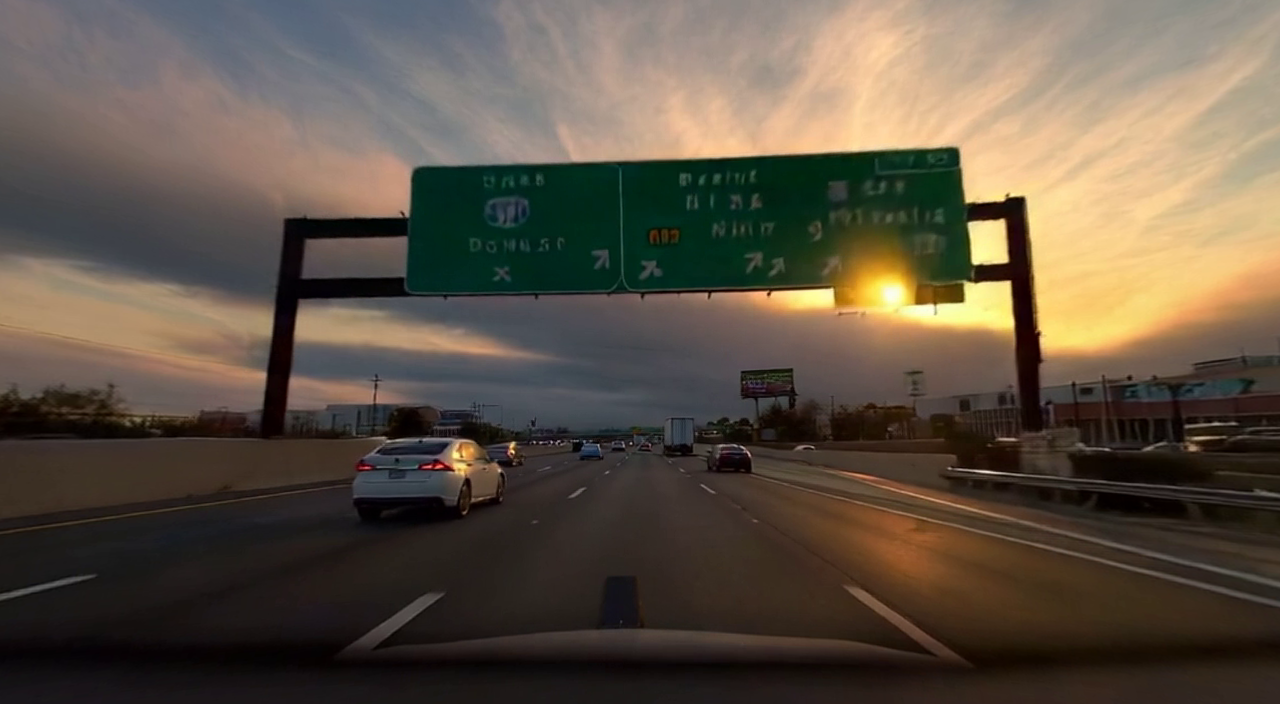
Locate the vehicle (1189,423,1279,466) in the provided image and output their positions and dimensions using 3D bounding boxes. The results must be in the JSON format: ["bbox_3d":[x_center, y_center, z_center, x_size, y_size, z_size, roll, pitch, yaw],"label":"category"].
[{"bbox_3d":[36.265,5.441,36.917,5.729,2.378,2.285,0,-9,2],"label":"vehicle"}]

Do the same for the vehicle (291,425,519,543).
[{"bbox_3d":[-3.478,2.049,10.381,2.008,1.504,4.264,0,-9,1],"label":"vehicle"}]

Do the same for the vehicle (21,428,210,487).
[{"bbox_3d":[-16.197,3.293,19.850,2.010,1.624,4.481,1,-9,0],"label":"vehicle"}]

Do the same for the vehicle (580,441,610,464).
[{"bbox_3d":[-3.333,7.608,47.732,2.001,1.577,4.055,1,-9,0],"label":"vehicle"}]

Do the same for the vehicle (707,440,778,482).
[{"bbox_3d":[4.117,4.461,26.069,2.135,1.532,4.506,1,-9,-1],"label":"vehicle"}]
